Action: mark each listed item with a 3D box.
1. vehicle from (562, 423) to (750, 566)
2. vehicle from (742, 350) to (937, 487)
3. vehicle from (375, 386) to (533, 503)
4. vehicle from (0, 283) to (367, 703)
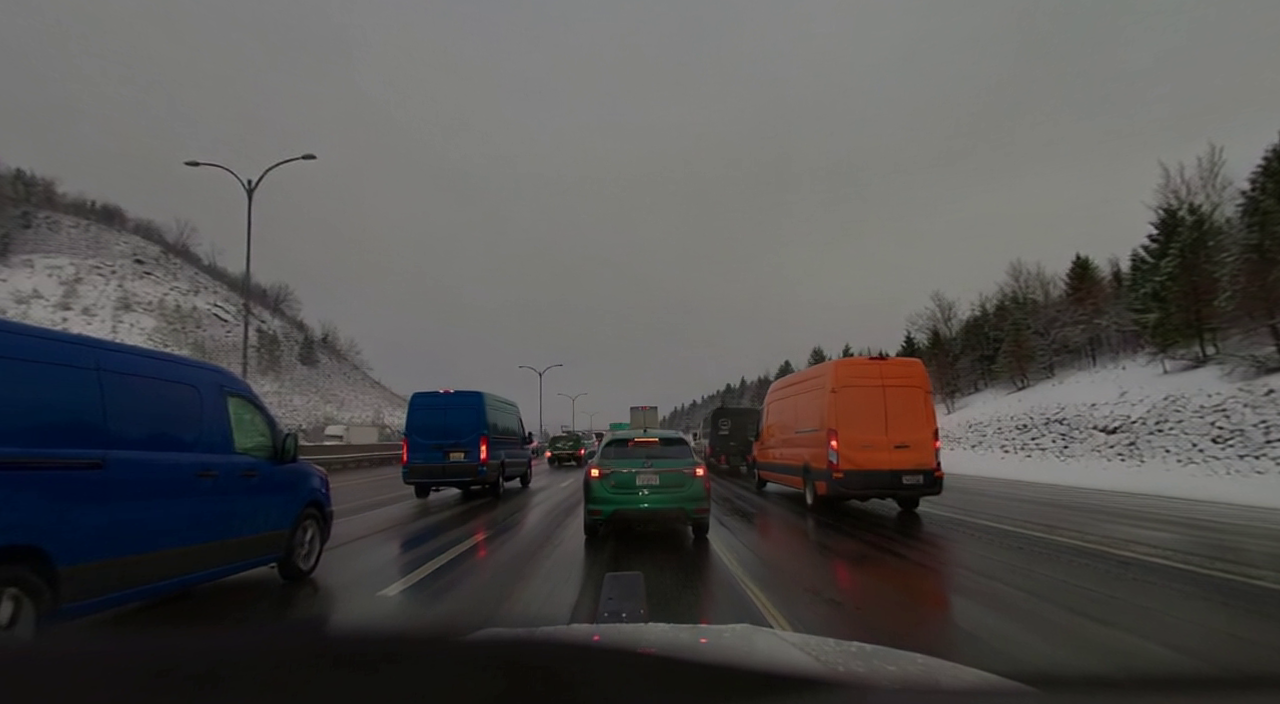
[{"bbox_3d":[0.120,1.811,8.754,2.003,1.499,3.930,0,-8,-2],"label":"vehicle"},{"bbox_3d":[6.573,2.679,23.533,2.977,3.878,11.111,0,-8,-3],"label":"vehicle"},{"bbox_3d":[-4.515,2.420,16.576,2.300,2.522,5.701,-1,-8,1],"label":"vehicle"},{"bbox_3d":[-4.257,0.909,4.423,2.195,2.086,5.445,0,-8,0],"label":"vehicle"}]
